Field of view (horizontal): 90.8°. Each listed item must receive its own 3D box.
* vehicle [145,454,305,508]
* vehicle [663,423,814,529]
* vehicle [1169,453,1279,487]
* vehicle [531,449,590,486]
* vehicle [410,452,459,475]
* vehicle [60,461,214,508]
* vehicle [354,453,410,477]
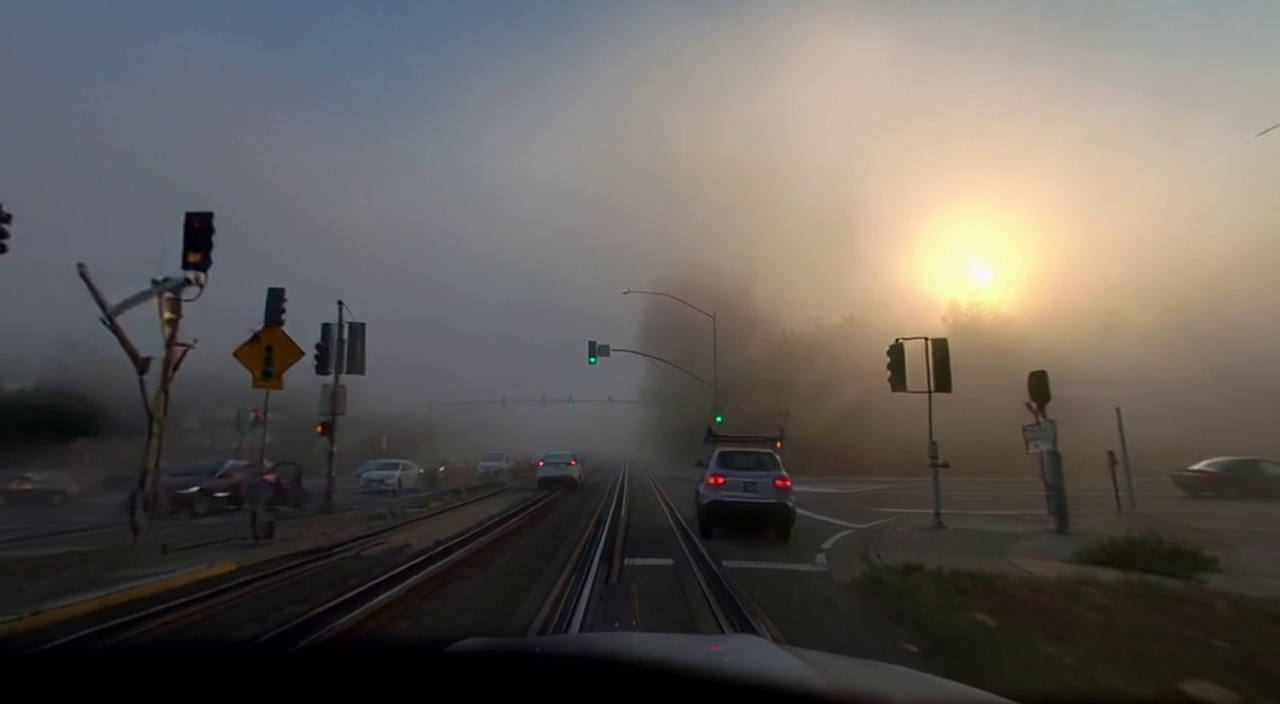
[{"bbox_3d":[-12.990,4.031,20.243,2.027,1.482,4.711,0,-9,-1],"label":"vehicle"},{"bbox_3d":[2.497,2.741,14.544,2.404,1.926,5.251,-4,-10,20],"label":"vehicle"},{"bbox_3d":[27.778,5.461,29.403,4.412,1.494,2.136,0,-9,-2],"label":"vehicle"},{"bbox_3d":[-3.421,5.088,28.114,2.004,1.482,4.799,0,-9,0],"label":"vehicle"},{"bbox_3d":[-13.747,7.470,42.511,1.864,1.456,4.409,0,-9,-1],"label":"vehicle"},{"bbox_3d":[-16.938,4.440,21.602,1.880,1.377,4.201,0,-9,-2],"label":"vehicle"},{"bbox_3d":[-17.481,7.657,43.009,1.908,1.482,4.621,0,-9,-1],"label":"vehicle"}]
